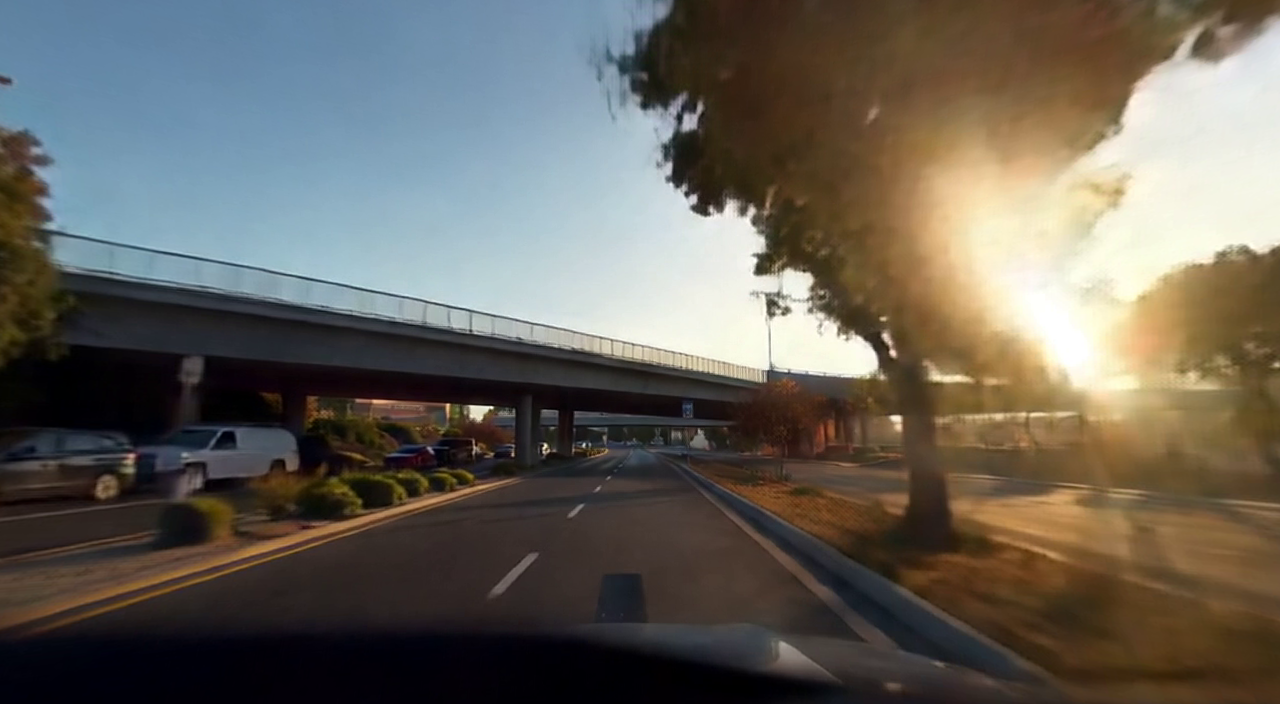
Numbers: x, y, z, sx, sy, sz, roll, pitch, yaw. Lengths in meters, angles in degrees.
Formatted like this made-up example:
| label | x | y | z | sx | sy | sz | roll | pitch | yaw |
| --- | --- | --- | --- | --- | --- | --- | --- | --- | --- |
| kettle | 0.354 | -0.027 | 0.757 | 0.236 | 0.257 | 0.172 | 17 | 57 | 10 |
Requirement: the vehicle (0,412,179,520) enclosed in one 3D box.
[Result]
| label | x | y | z | sx | sy | sz | roll | pitch | yaw |
| --- | --- | --- | --- | --- | --- | --- | --- | --- | --- |
| vehicle | -13.232 | 2.435 | 13.968 | 2.136 | 2.016 | 5.354 | 2 | -9 | -3 |

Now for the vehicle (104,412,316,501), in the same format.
| label | x | y | z | sx | sy | sz | roll | pitch | yaw |
| --- | --- | --- | --- | --- | --- | --- | --- | --- | --- |
| vehicle | -13.345 | 3.292 | 20.400 | 2.307 | 2.349 | 6.335 | 1 | -8 | 0 |

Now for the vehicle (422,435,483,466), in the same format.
| label | x | y | z | sx | sy | sz | roll | pitch | yaw |
| --- | --- | --- | --- | --- | --- | --- | --- | --- | --- |
| vehicle | -12.603 | 6.644 | 42.895 | 2.064 | 1.809 | 5.545 | 4 | -8 | 3 |

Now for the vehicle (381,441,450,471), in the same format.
| label | x | y | z | sx | sy | sz | roll | pitch | yaw |
| --- | --- | --- | --- | --- | --- | --- | --- | --- | --- |
| vehicle | -13.001 | 6.029 | 36.930 | 2.156 | 1.489 | 4.758 | 4 | -8 | 2 |
